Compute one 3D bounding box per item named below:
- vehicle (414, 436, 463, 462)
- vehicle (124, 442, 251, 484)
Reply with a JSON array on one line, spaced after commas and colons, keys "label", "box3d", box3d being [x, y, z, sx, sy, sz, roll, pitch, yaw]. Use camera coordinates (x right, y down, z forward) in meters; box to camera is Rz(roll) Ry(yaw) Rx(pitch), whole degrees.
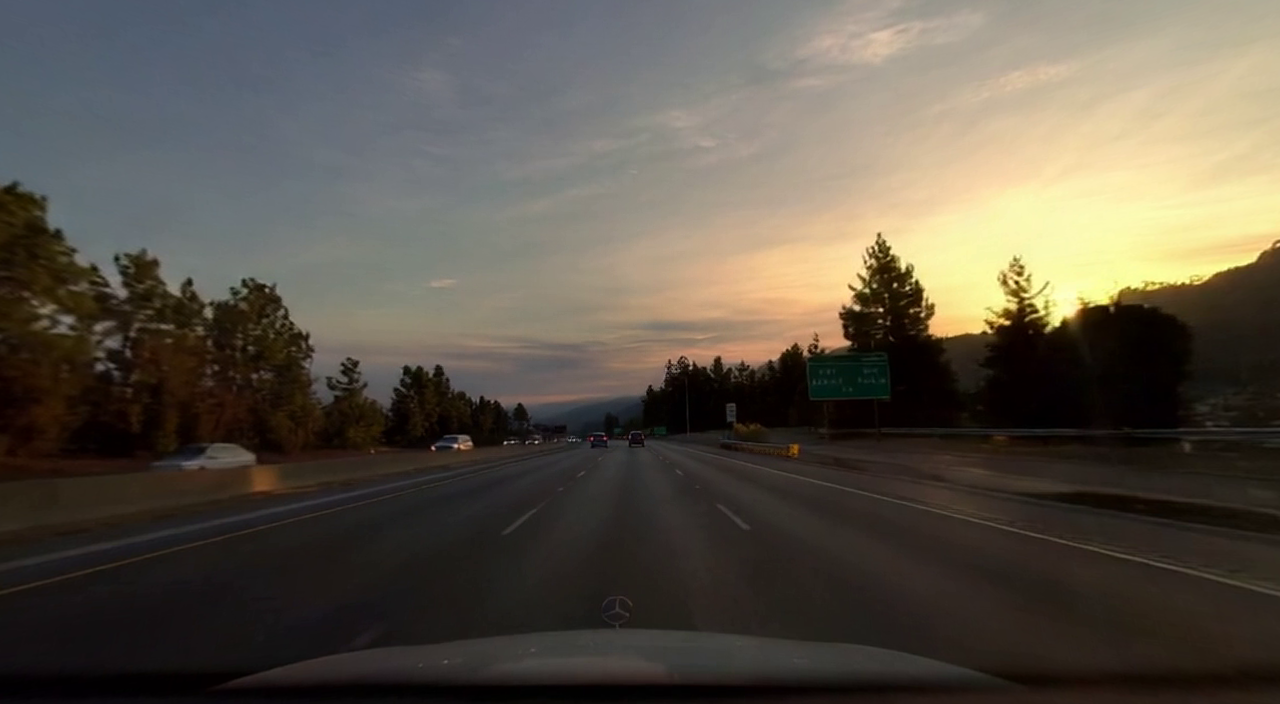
[{"label": "vehicle", "box3d": [-13.051, 6.287, 40.983, 1.859, 1.582, 4.220, 0, -8, -1]}, {"label": "vehicle", "box3d": [-17.573, 4.288, 24.755, 1.826, 1.498, 4.295, 0, -8, 0]}]
